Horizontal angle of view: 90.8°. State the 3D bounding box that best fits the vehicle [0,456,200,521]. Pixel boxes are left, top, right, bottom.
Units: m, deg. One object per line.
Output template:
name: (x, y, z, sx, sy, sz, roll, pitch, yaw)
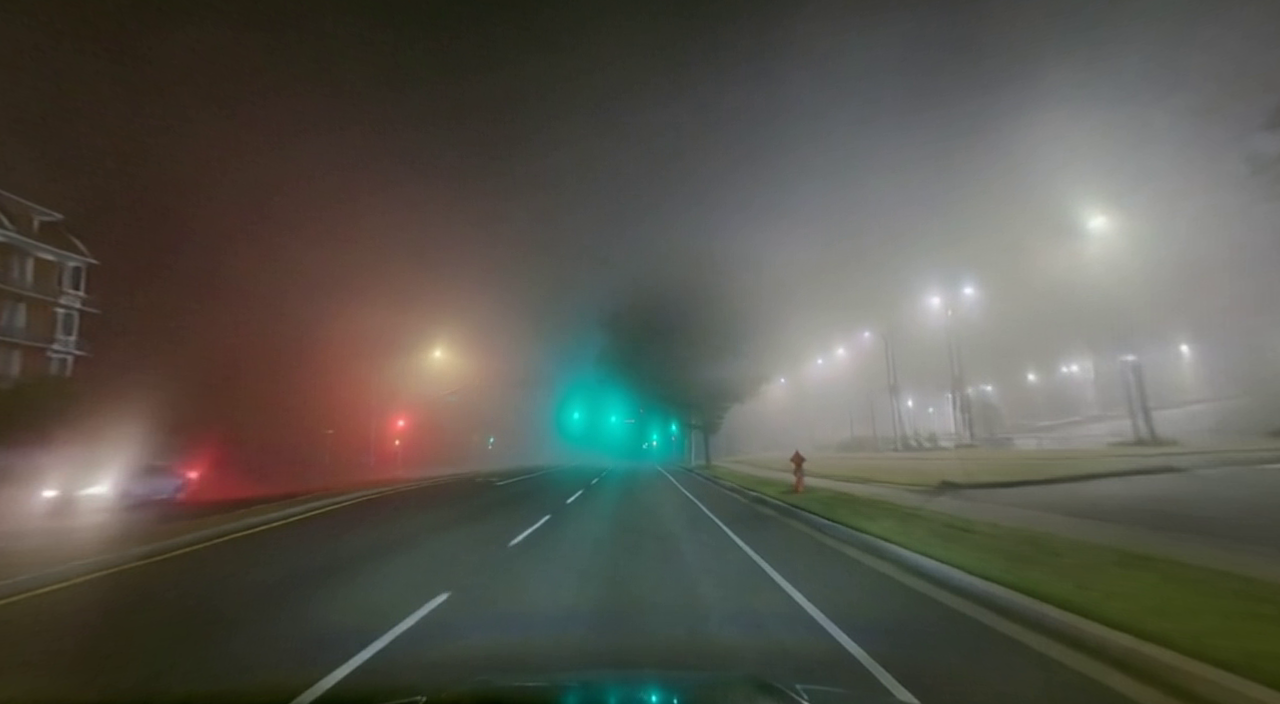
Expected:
vehicle: (-14.694, 3.635, 17.348, 1.898, 1.469, 4.577, 0, -9, 0)
